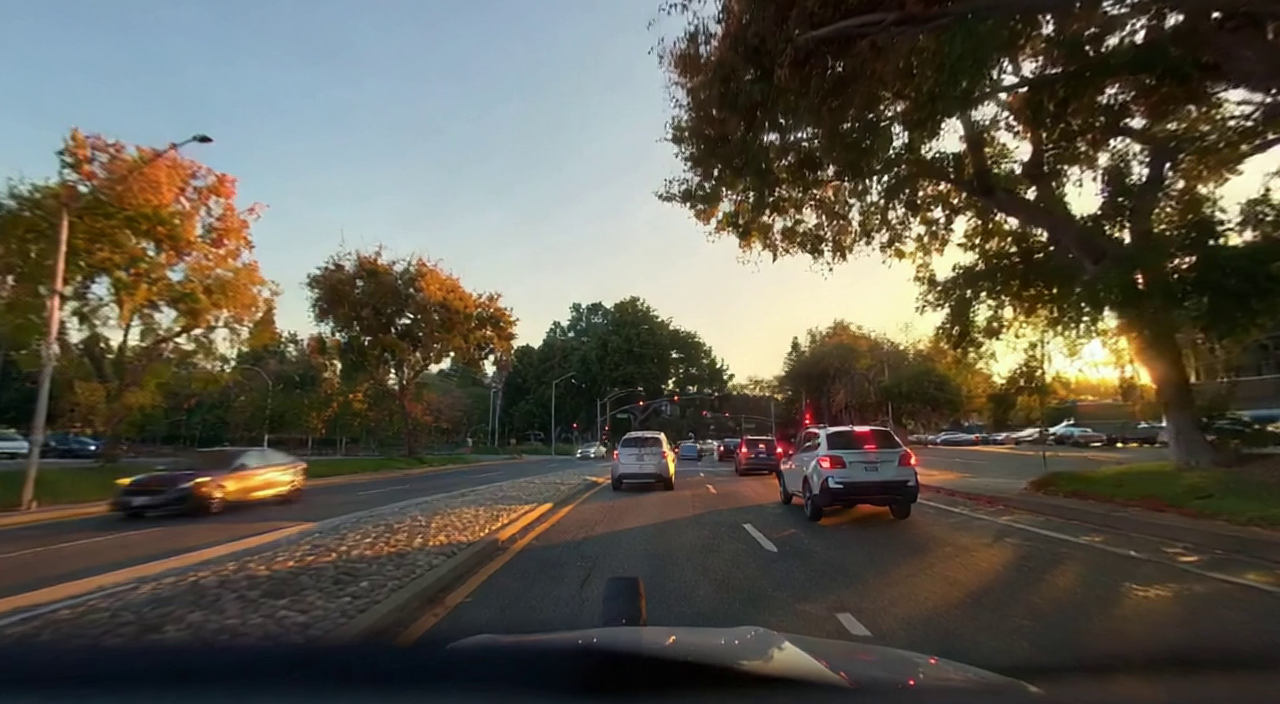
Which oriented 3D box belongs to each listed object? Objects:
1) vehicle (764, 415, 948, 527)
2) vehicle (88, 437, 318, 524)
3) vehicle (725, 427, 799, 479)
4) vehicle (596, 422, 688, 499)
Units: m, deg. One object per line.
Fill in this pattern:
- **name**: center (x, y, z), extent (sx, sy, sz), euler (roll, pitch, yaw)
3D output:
- **vehicle**: center (3.908, 2.242, 12.455), extent (2.114, 1.765, 4.647), euler (0, -8, 2)
- **vehicle**: center (-9.315, 2.725, 13.988), extent (1.941, 1.602, 4.182), euler (0, -8, 3)
- **vehicle**: center (4.866, 4.137, 26.105), extent (2.317, 1.857, 5.940), euler (0, -8, 4)
- **vehicle**: center (0.186, 2.809, 16.648), extent (2.113, 1.768, 3.901), euler (0, -8, 5)
